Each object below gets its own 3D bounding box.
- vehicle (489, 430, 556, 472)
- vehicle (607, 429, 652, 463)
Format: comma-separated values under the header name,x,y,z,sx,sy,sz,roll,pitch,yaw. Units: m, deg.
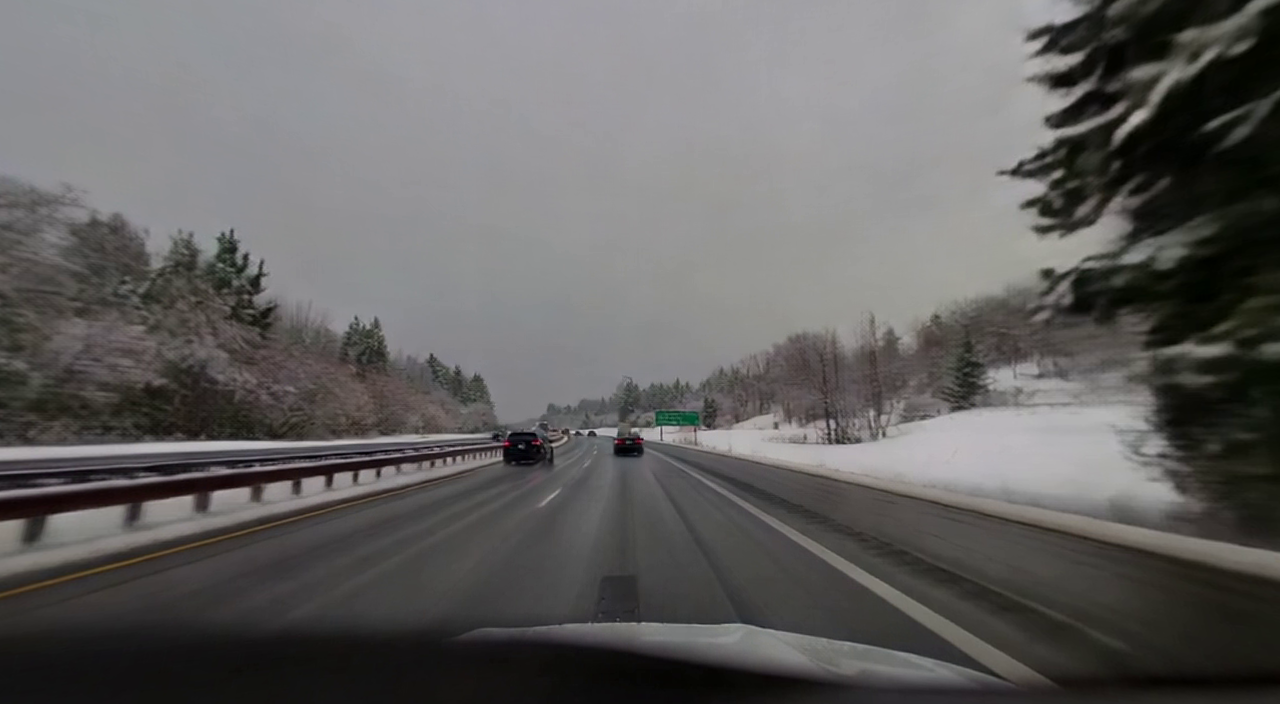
name,x,y,z,sx,sy,sz,roll,pitch,yaw
vehicle,-4.607,3.929,25.332,1.975,1.518,4.242,0,-8,-1
vehicle,-0.565,4.829,32.506,2.162,1.616,4.242,0,-8,-1
